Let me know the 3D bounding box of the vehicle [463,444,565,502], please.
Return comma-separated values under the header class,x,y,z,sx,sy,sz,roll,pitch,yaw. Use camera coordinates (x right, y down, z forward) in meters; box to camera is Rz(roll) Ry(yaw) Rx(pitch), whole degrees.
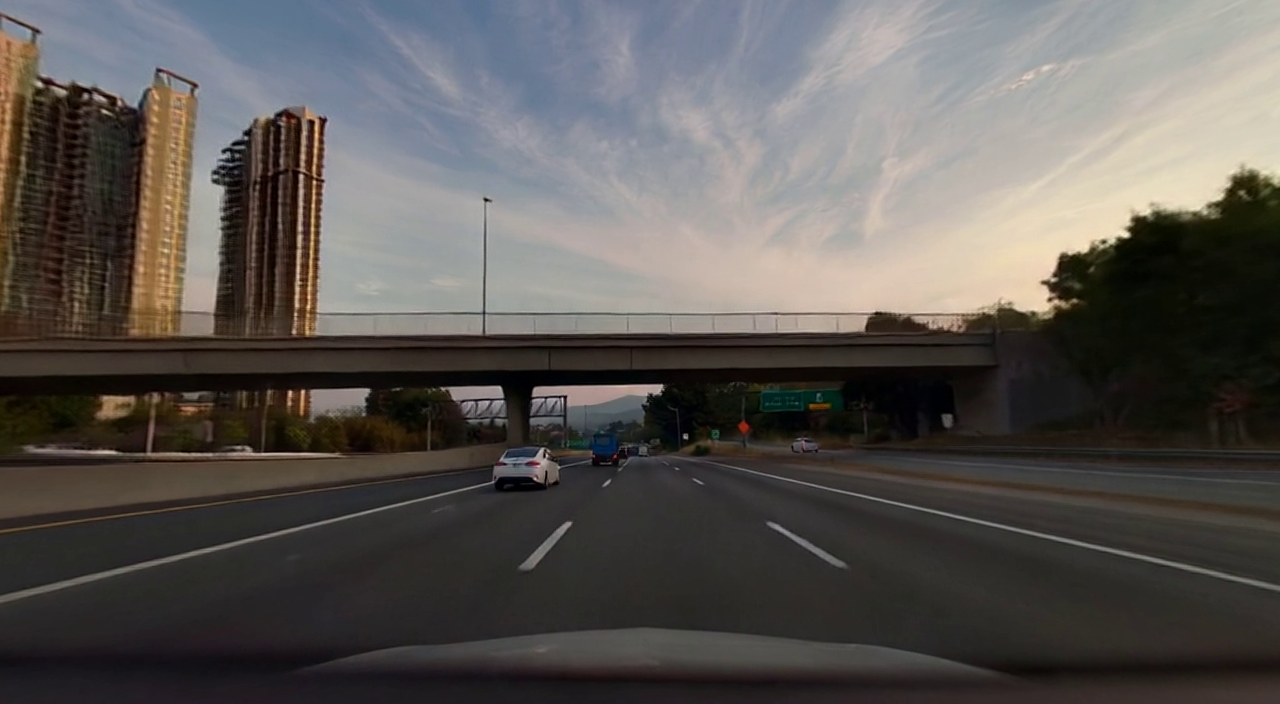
class,x,y,z,sx,sy,sz,roll,pitch,yaw
vehicle,-3.552,3.515,18.714,2.039,1.478,4.483,0,-9,1
